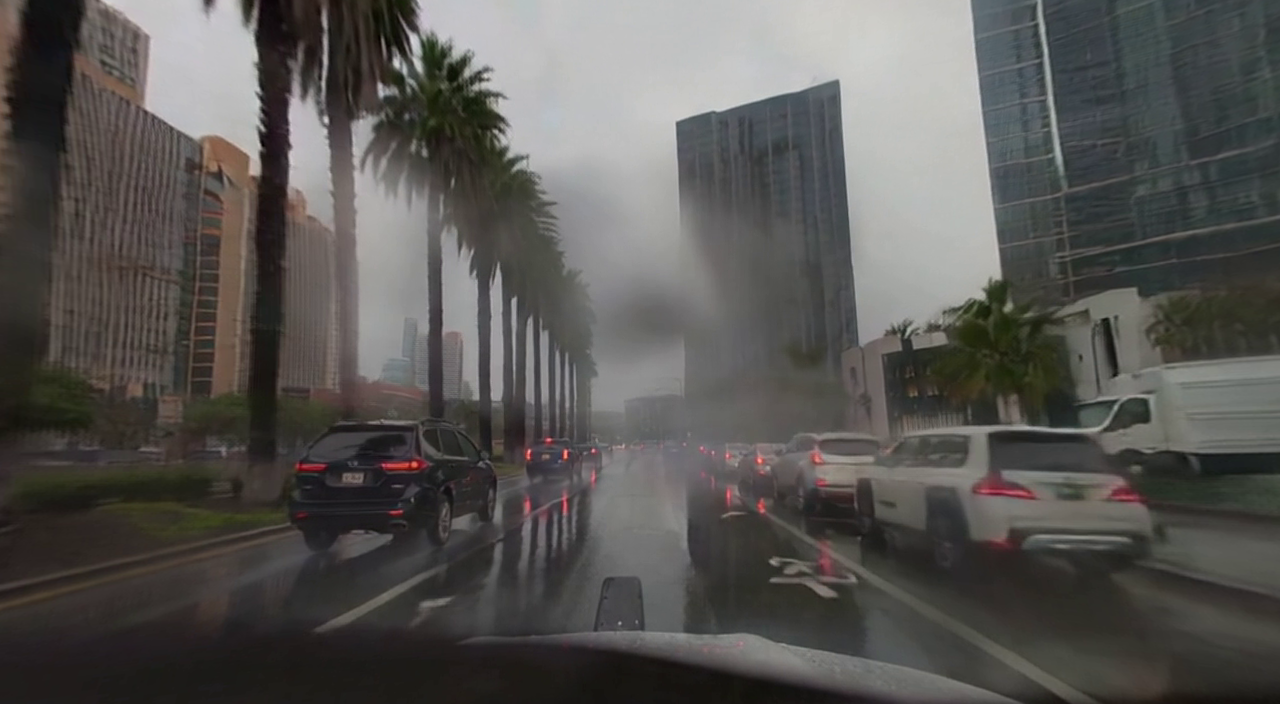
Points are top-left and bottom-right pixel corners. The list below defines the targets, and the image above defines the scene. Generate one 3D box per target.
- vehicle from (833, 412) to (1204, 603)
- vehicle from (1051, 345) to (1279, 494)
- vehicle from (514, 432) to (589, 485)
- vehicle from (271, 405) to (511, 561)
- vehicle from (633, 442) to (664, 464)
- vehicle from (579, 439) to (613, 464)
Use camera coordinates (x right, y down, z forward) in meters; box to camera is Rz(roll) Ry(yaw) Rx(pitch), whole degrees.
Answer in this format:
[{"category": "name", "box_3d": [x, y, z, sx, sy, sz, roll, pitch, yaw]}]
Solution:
[{"category": "vehicle", "box_3d": [4.237, 1.784, 8.285, 1.965, 1.735, 4.835, 0, -8, 2]}, {"category": "vehicle", "box_3d": [16.430, 1.629, 15.253, 10.428, 3.452, 2.869, -6, -10, 36]}, {"category": "vehicle", "box_3d": [-3.121, 3.850, 23.135, 2.014, 1.740, 4.392, 0, -8, 1]}, {"category": "vehicle", "box_3d": [-3.338, 1.833, 9.500, 1.800, 1.797, 4.224, 0, -8, 1]}, {"category": "vehicle", "box_3d": [0.564, 7.069, 44.218, 2.036, 1.461, 3.890, 0, -8, -1]}, {"category": "vehicle", "box_3d": [-2.960, 6.811, 43.303, 1.955, 1.637, 4.243, 0, -8, 1]}]
